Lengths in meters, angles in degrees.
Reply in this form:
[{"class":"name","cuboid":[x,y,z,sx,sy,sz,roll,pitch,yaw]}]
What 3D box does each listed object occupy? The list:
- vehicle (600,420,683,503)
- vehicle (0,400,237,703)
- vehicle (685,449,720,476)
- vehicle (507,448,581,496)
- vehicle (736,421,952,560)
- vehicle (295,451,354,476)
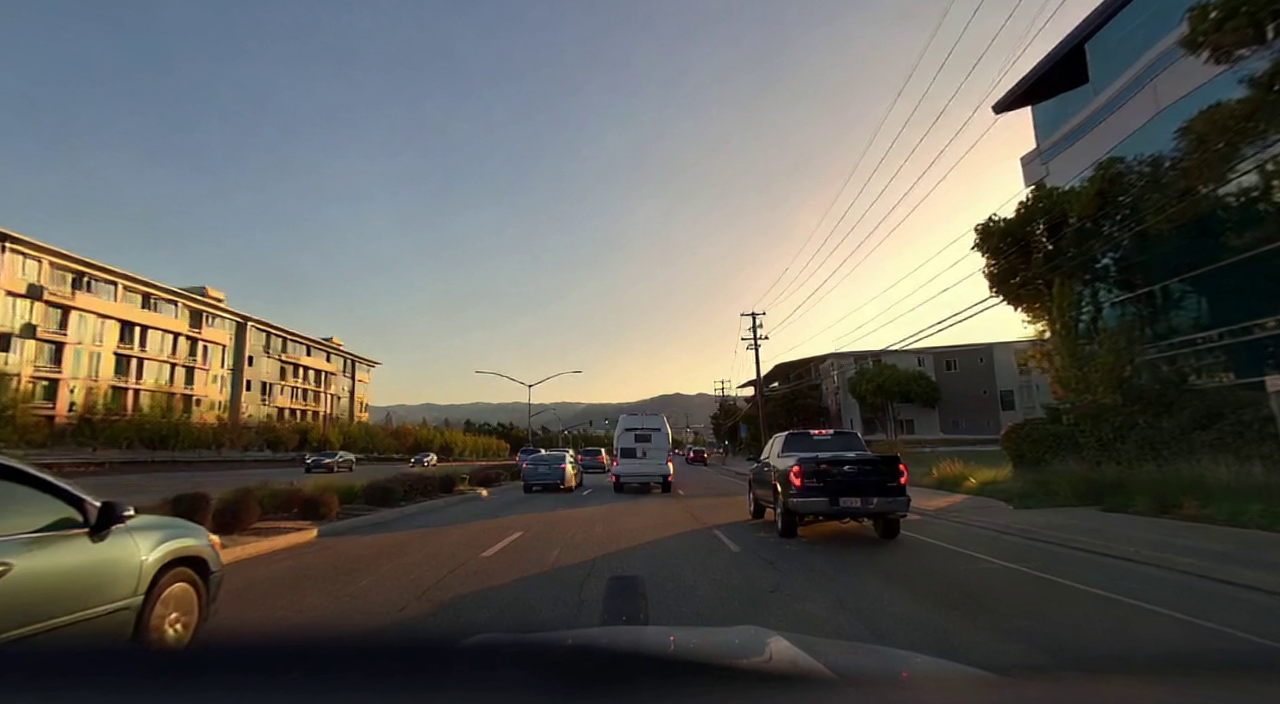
[{"class":"vehicle","cuboid":[0.187,3.666,21.487,2.457,2.440,5.486,0,-9,3]},{"class":"vehicle","cuboid":[-3.605,0.958,2.117,1.934,1.643,3.718,0,-9,1]},{"class":"vehicle","cuboid":[4.178,7.446,42.585,2.092,1.696,4.218,0,-9,1]},{"class":"vehicle","cuboid":[-3.456,4.411,23.522,1.984,1.567,4.311,0,-9,2]},{"class":"vehicle","cuboid":[3.180,2.259,11.008,2.283,1.923,4.427,0,-9,0]},{"class":"vehicle","cuboid":[-24.918,8.821,49.767,2.327,1.797,4.963,0,-9,-3]}]
